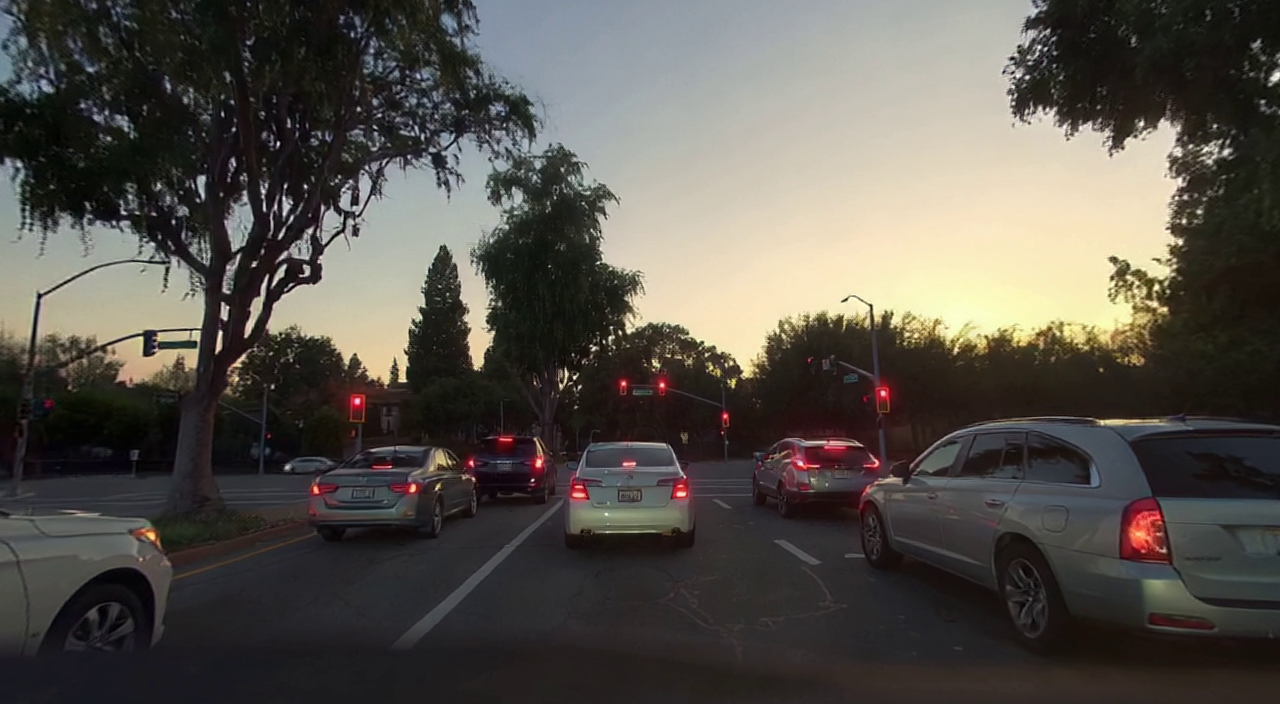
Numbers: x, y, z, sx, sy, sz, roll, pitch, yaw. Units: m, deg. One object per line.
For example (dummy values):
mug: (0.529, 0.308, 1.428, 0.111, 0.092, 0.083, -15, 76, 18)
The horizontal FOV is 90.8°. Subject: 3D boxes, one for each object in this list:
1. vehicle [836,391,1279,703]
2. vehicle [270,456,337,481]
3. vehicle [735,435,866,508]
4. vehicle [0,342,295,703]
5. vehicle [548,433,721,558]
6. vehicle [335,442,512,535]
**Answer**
vehicle: (3.393, 1.306, 5.421, 1.933, 1.564, 4.600, 0, -8, 0)
vehicle: (-22.503, 7.752, 42.208, 4.368, 1.469, 1.761, -5, -9, 28)
vehicle: (3.642, 2.781, 15.250, 1.922, 1.472, 4.440, 0, -8, -1)
vehicle: (-3.655, 0.843, 2.536, 2.047, 1.764, 4.369, 0, -8, 0)
vehicle: (-0.076, 2.006, 9.586, 2.061, 1.470, 3.970, 0, -8, 0)
vehicle: (-3.912, 2.501, 12.333, 1.919, 1.459, 4.371, 0, -8, 0)
